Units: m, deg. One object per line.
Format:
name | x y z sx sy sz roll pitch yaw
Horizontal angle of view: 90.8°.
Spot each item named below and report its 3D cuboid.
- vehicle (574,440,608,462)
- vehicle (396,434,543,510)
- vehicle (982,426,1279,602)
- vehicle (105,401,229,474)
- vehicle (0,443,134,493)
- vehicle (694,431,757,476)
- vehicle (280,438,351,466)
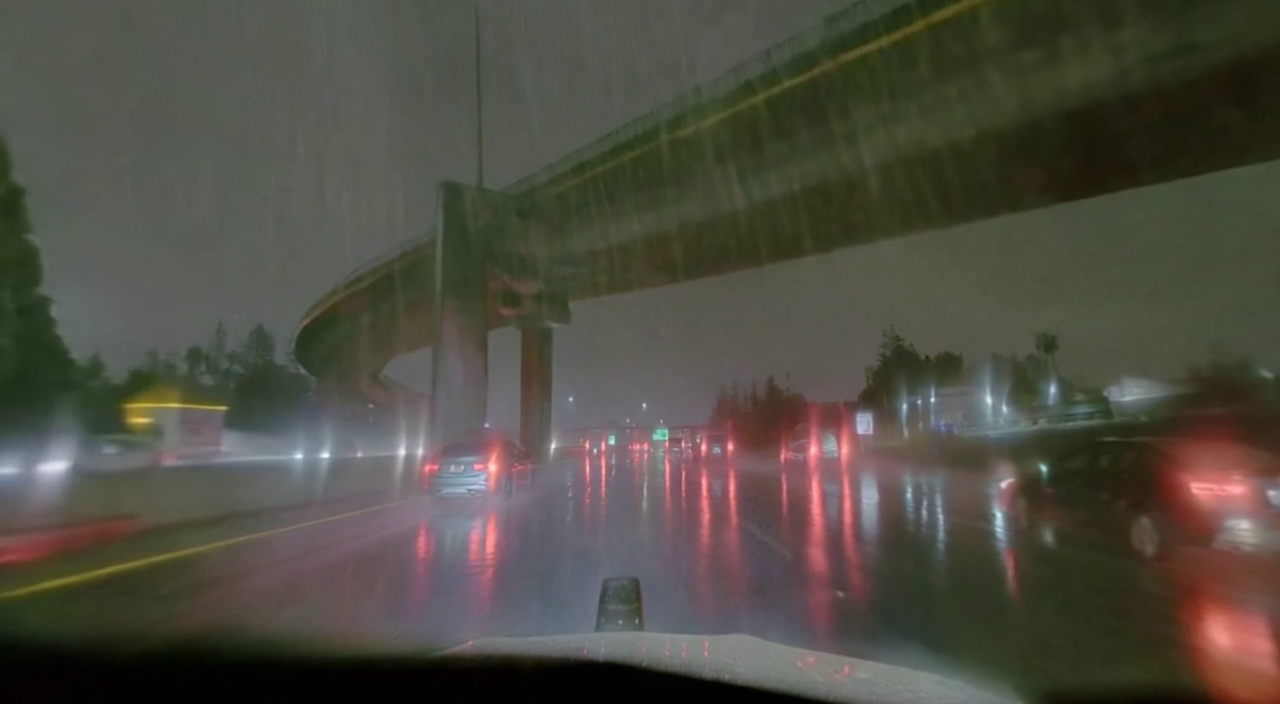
vehicle | -3.491 7.113 45.564 2.047 1.464 4.387 0 -8 1
vehicle | -3.683 2.682 14.673 1.997 1.476 4.703 0 -8 1
vehicle | 6.265 1.690 7.539 1.989 1.472 4.322 0 -8 1
vehicle | -27.977 5.135 37.780 2.910 3.973 5.944 1 -8 -4
vehicle | -19.656 3.792 21.127 1.938 1.474 4.445 0 -8 -3
vehicle | 3.559 4.320 27.147 2.072 1.761 4.242 0 -8 -1
vehicle | -25.112 7.772 49.264 2.403 1.981 6.428 0 -8 -3
